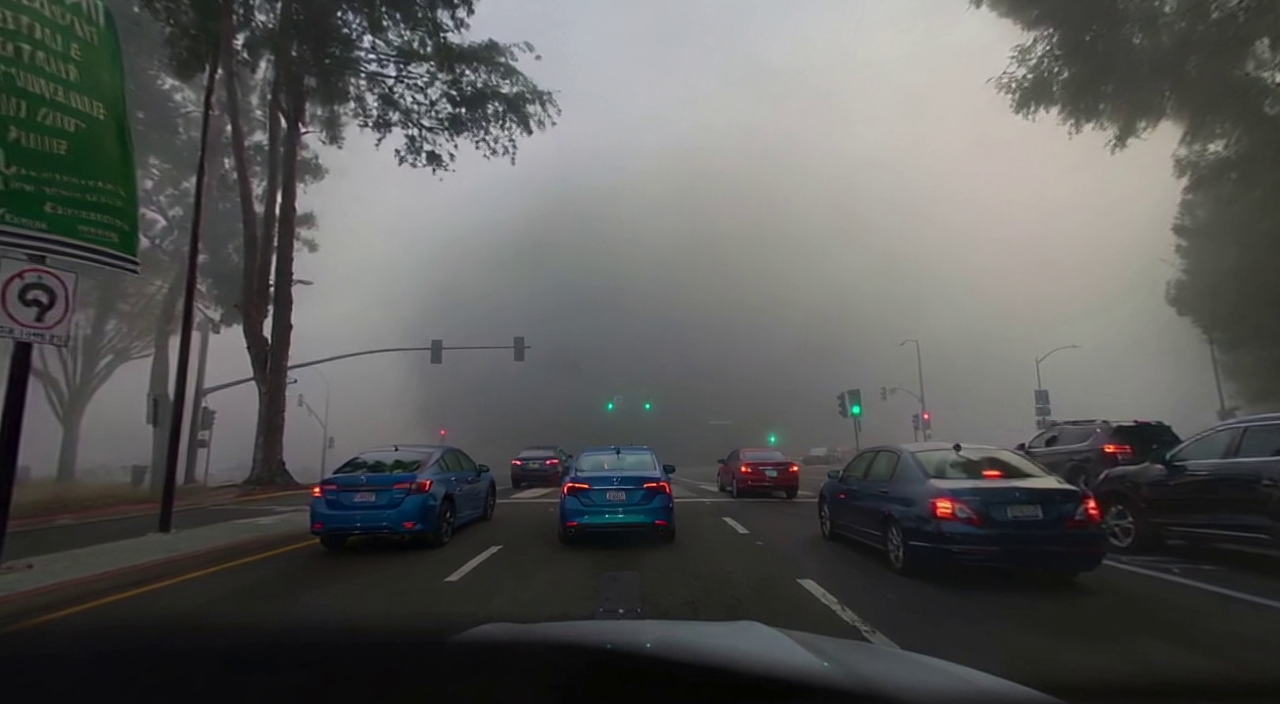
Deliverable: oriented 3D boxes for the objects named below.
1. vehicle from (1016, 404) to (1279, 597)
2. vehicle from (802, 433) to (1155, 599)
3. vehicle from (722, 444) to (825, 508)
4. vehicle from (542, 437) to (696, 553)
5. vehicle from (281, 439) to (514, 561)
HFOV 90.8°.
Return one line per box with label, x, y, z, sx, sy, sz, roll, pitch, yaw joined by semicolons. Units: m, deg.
vehicle;6.884;1.555;7.106;2.099;1.749;5.098;0;-9;-1
vehicle;3.637;1.816;7.987;1.953;1.471;4.470;0;-8;0
vehicle;3.434;3.243;17.030;1.852;1.498;3.825;0;-9;-1
vehicle;-0.295;2.129;10.067;1.994;1.479;3.647;0;-9;-1
vehicle;-3.354;2.109;9.782;1.929;1.457;4.136;0;-9;0
